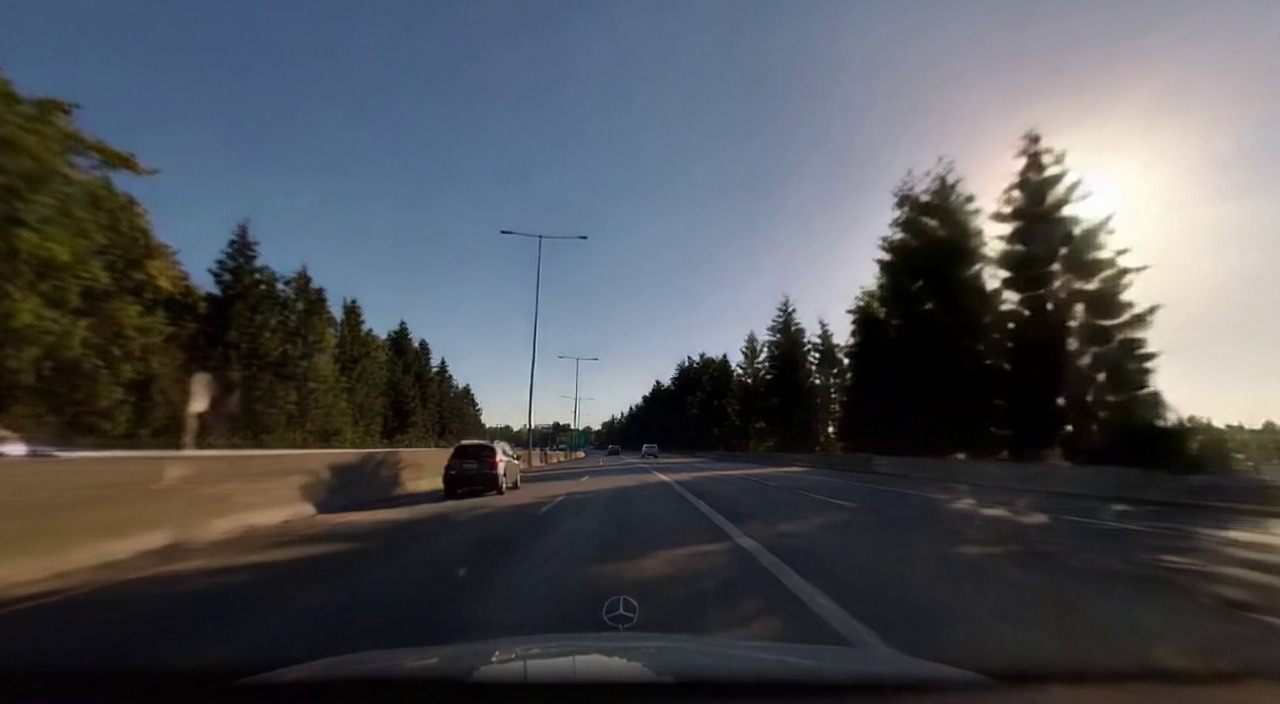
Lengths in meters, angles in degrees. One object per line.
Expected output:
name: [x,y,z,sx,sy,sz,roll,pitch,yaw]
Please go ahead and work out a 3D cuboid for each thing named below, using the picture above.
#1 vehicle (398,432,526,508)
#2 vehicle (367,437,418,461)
vehicle: [-4.210,2.855,15.559,2.071,1.615,3.868,0,-9,0]
vehicle: [-16.080,6.353,40.944,1.760,1.483,3.871,0,-9,0]
